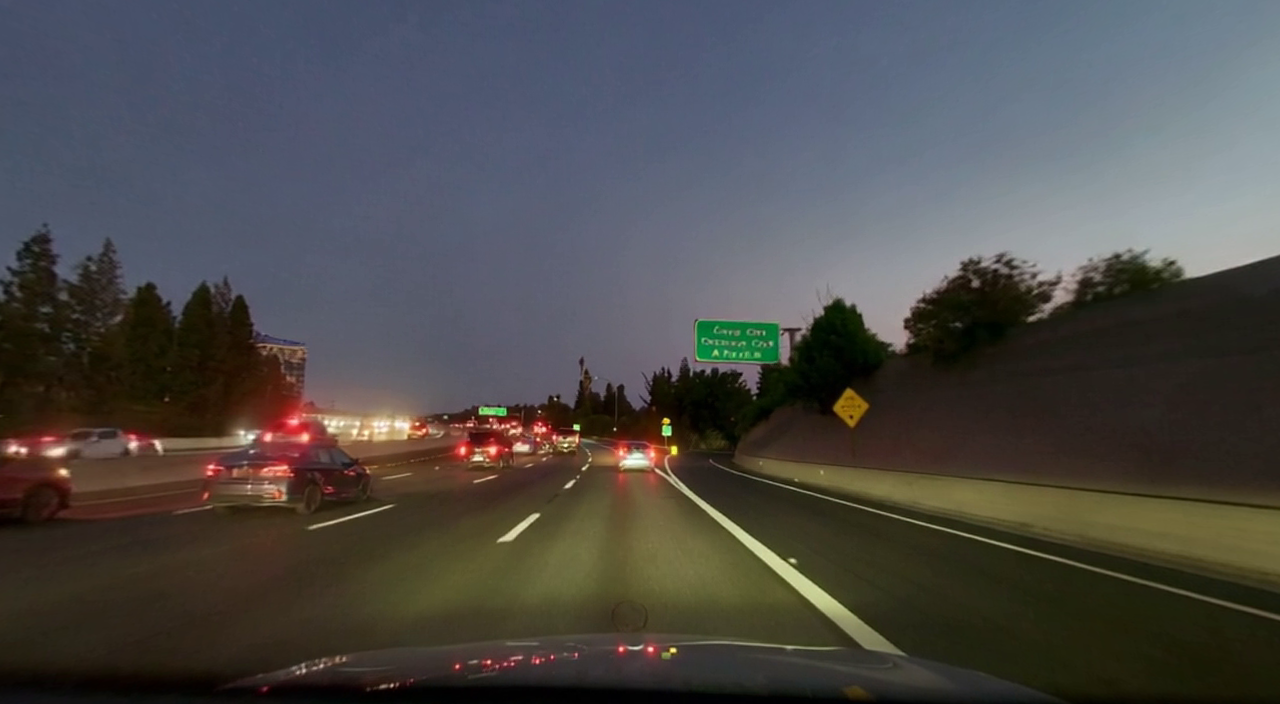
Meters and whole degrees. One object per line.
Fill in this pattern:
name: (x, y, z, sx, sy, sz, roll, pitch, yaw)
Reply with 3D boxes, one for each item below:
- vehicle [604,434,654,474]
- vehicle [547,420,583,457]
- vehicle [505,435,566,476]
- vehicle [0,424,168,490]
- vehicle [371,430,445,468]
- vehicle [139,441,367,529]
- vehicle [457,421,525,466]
vehicle: (-0.536, 4.592, 28.620, 2.092, 1.671, 3.772, 0, -8, -2)
vehicle: (-5.719, 6.715, 48.947, 2.279, 2.672, 5.256, 0, -8, -2)
vehicle: (-4.440, 4.464, 27.518, 2.005, 1.631, 4.295, 0, -8, -1)
vehicle: (-15.986, 2.897, 17.630, 2.083, 1.577, 4.648, 0, -8, -2)
vehicle: (-12.120, 5.112, 33.368, 2.079, 1.807, 5.187, 0, -8, -2)
vehicle: (-7.547, 2.589, 12.959, 1.896, 1.465, 4.399, 0, -8, 0)
vehicle: (-8.574, 5.355, 37.027, 2.773, 2.402, 6.232, 0, -8, -3)
